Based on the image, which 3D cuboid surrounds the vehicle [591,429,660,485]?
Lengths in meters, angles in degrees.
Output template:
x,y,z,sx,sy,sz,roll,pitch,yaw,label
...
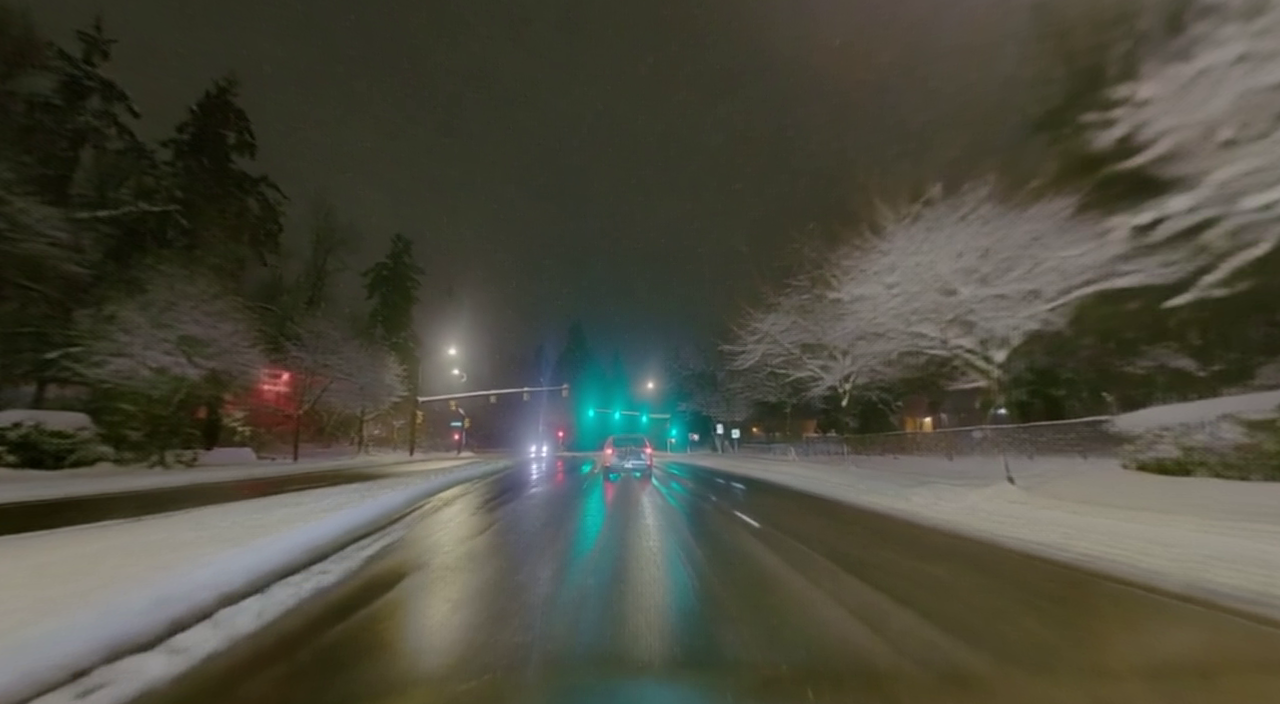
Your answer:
x,y,z,sx,sy,sz,roll,pitch,yaw,label
-0.515,3.688,22.333,2.192,1.734,4.176,1,-9,-1,vehicle
